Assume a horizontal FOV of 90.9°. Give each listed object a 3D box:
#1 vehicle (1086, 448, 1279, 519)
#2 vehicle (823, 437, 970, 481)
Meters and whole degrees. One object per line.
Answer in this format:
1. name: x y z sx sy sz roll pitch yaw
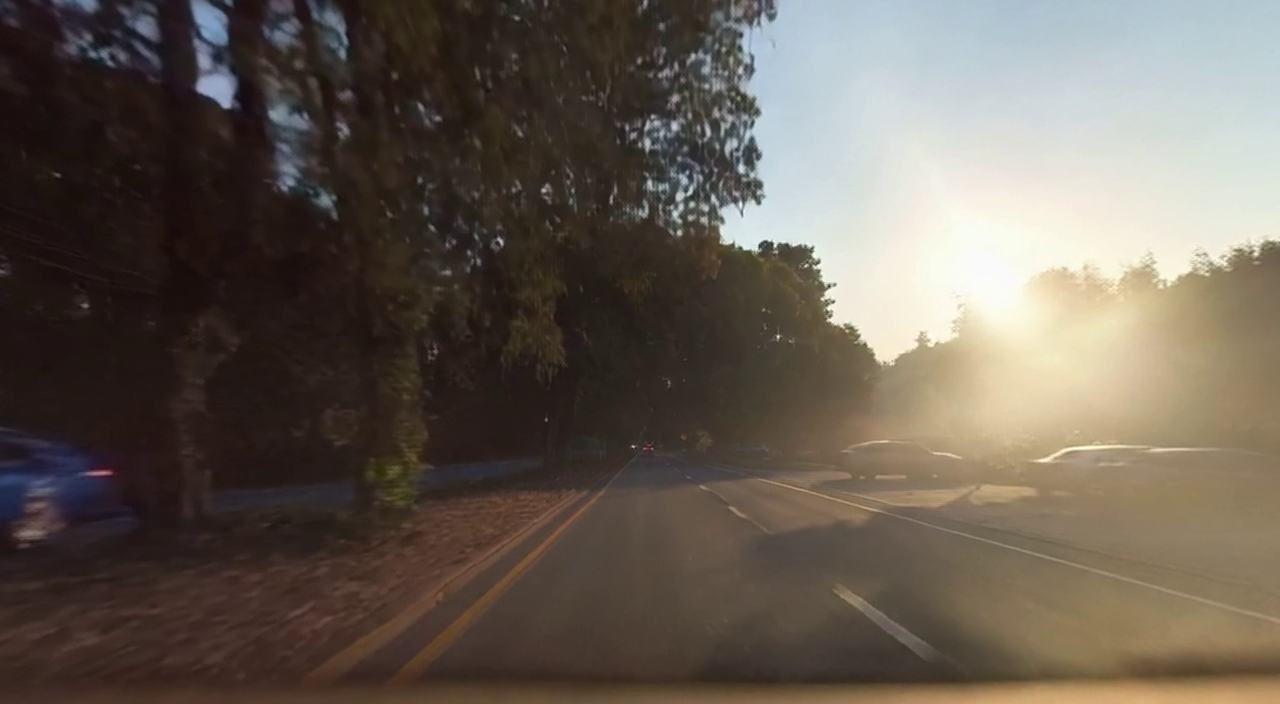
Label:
1. vehicle: 12.943 2.875 14.082 4.438 1.444 1.900 0 -8 1
2. vehicle: 10.556 4.438 26.241 5.118 1.701 2.175 0 -9 -2
